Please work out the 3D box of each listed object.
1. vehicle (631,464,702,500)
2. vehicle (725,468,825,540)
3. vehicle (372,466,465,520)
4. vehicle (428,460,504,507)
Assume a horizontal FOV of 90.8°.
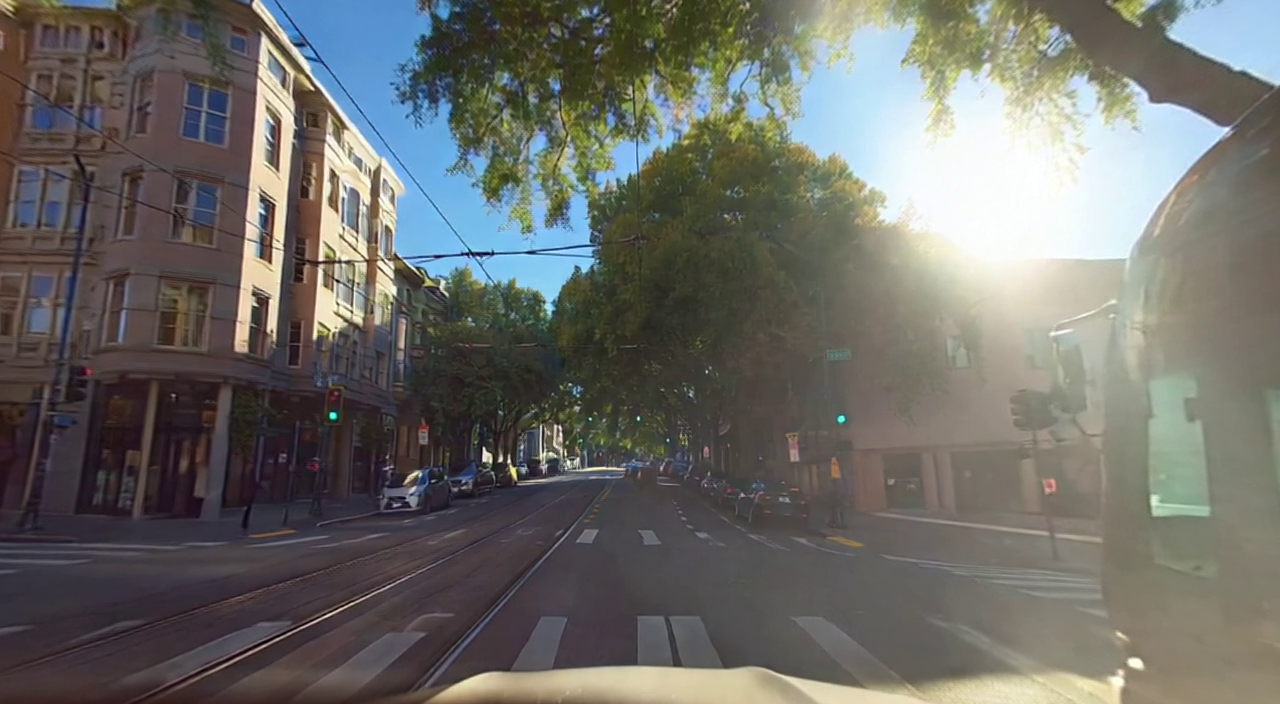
[{"bbox_3d":[1.304,6.590,32.217,1.984,1.571,3.404,5,-10,-33],"label":"vehicle"},{"bbox_3d":[3.849,4.415,18.828,1.929,1.723,4.134,0,-8,-2],"label":"vehicle"},{"bbox_3d":[-7.414,4.802,21.603,1.779,1.588,3.953,2,-12,-2],"label":"vehicle"},{"bbox_3d":[-7.405,5.620,27.390,1.861,1.751,4.550,1,-9,2],"label":"vehicle"}]
